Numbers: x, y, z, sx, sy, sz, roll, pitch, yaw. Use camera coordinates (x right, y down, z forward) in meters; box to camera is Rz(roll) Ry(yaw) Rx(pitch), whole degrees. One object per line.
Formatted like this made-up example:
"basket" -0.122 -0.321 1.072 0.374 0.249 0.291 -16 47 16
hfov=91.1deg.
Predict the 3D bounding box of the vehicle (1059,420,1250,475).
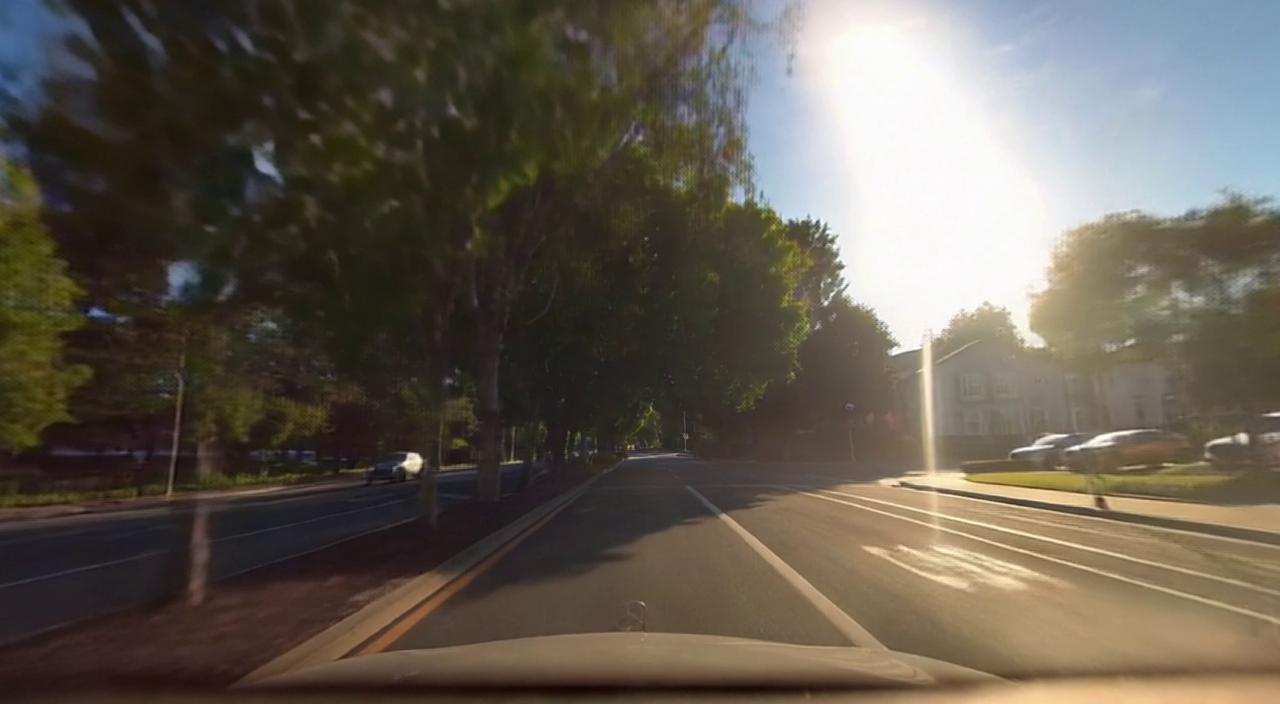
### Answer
"vehicle" 17.588 3.275 21.622 4.868 1.768 2.030 0 -8 -4

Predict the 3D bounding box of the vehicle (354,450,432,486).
"vehicle" -12.590 5.919 32.389 2.007 1.655 4.649 0 -8 2
